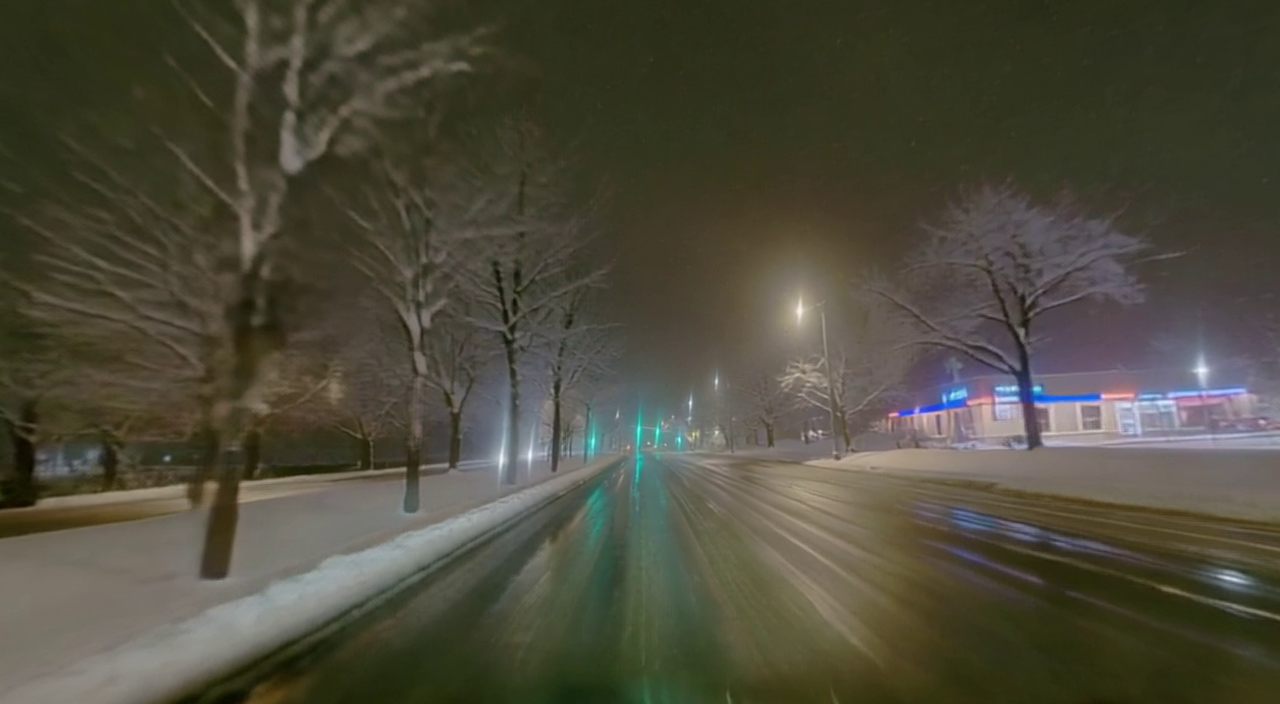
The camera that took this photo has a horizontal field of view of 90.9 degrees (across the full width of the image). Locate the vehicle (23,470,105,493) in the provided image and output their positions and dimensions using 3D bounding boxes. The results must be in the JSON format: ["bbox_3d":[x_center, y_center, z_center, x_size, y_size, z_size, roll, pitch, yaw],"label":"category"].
[{"bbox_3d":[-44.447,9.995,48.793,1.816,1.480,4.786,0,-9,1],"label":"vehicle"}]
